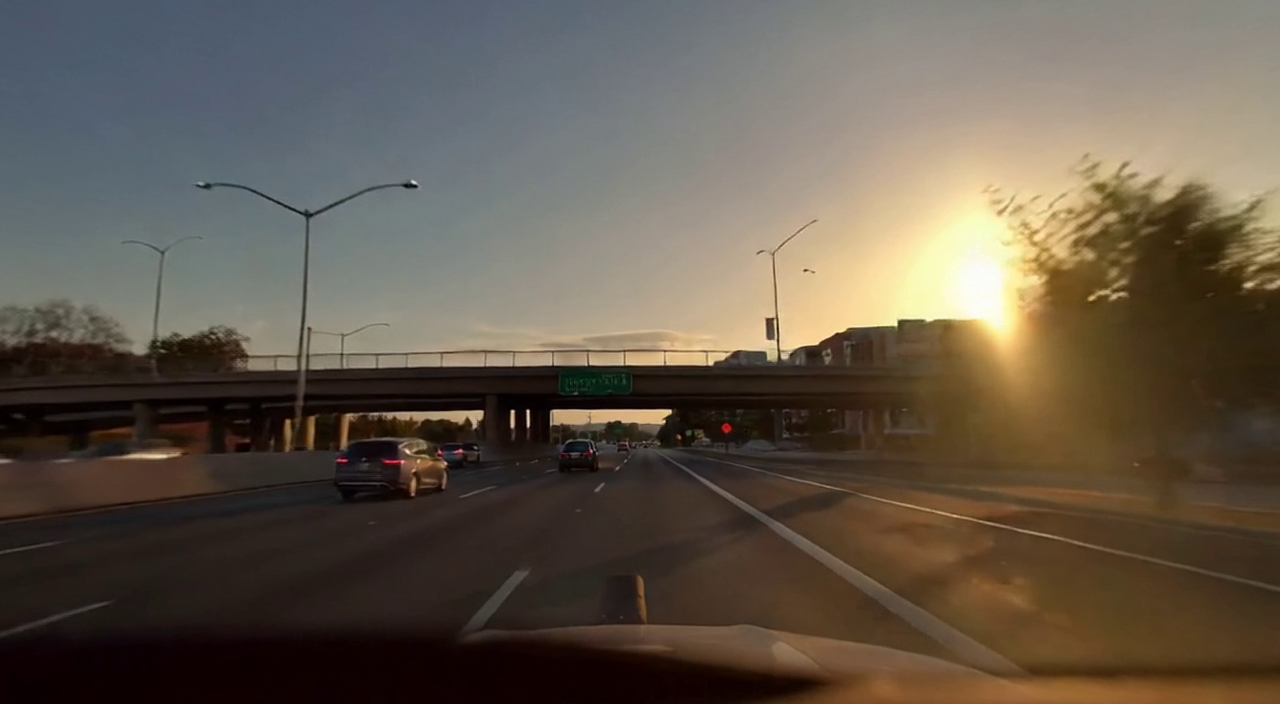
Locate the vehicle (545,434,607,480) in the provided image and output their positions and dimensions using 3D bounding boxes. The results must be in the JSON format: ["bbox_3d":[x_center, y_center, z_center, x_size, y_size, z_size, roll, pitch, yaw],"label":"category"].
[{"bbox_3d":[-2.487,4.230,25.744,2.027,1.697,4.307,0,-8,1],"label":"vehicle"}]

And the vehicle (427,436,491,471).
[{"bbox_3d":[-9.690,5.463,34.242,1.969,1.759,4.758,0,-8,1],"label":"vehicle"}]

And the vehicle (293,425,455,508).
[{"bbox_3d":[-6.489,2.844,16.162,2.015,1.762,4.790,0,-8,1],"label":"vehicle"}]
